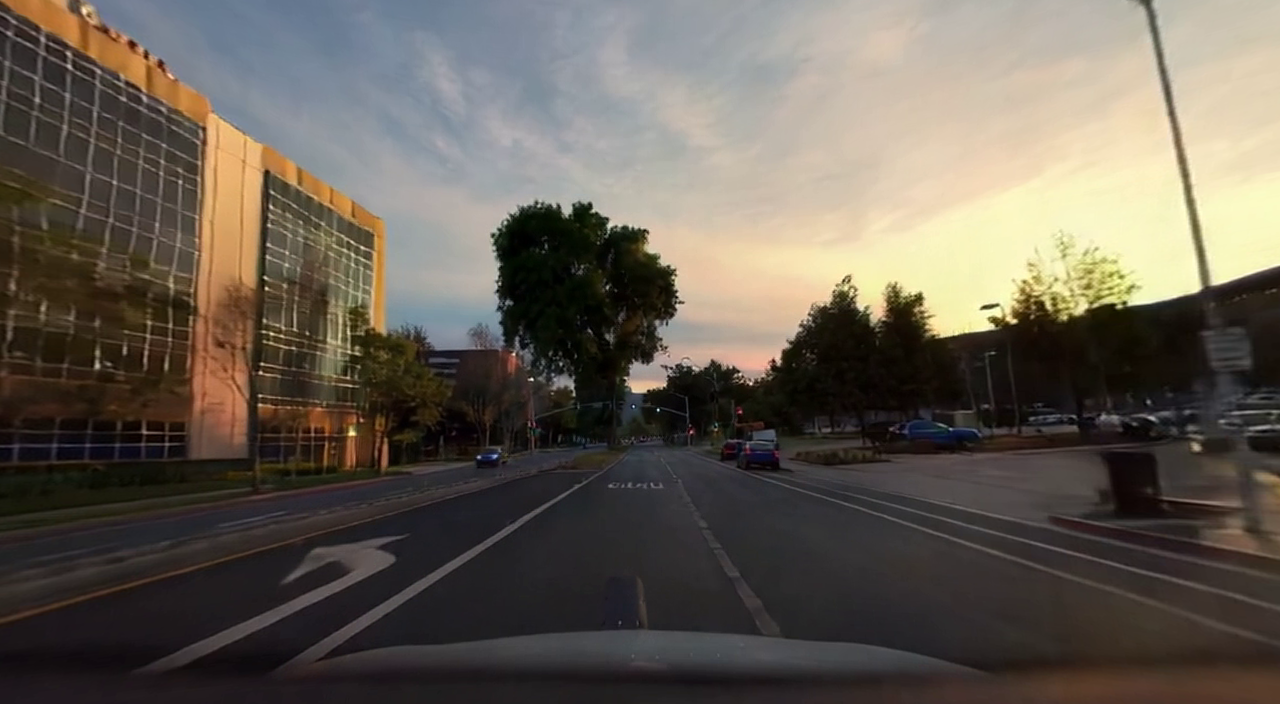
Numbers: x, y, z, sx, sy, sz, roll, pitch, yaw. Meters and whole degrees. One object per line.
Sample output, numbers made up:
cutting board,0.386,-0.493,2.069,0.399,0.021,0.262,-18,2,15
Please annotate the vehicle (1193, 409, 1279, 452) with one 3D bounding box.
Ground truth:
vehicle,24.003,2.972,23.627,1.943,1.531,4.579,1,-8,-8

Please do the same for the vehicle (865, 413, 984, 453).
vehicle,16.015,4.618,35.723,5.546,2.117,2.443,0,-8,0
